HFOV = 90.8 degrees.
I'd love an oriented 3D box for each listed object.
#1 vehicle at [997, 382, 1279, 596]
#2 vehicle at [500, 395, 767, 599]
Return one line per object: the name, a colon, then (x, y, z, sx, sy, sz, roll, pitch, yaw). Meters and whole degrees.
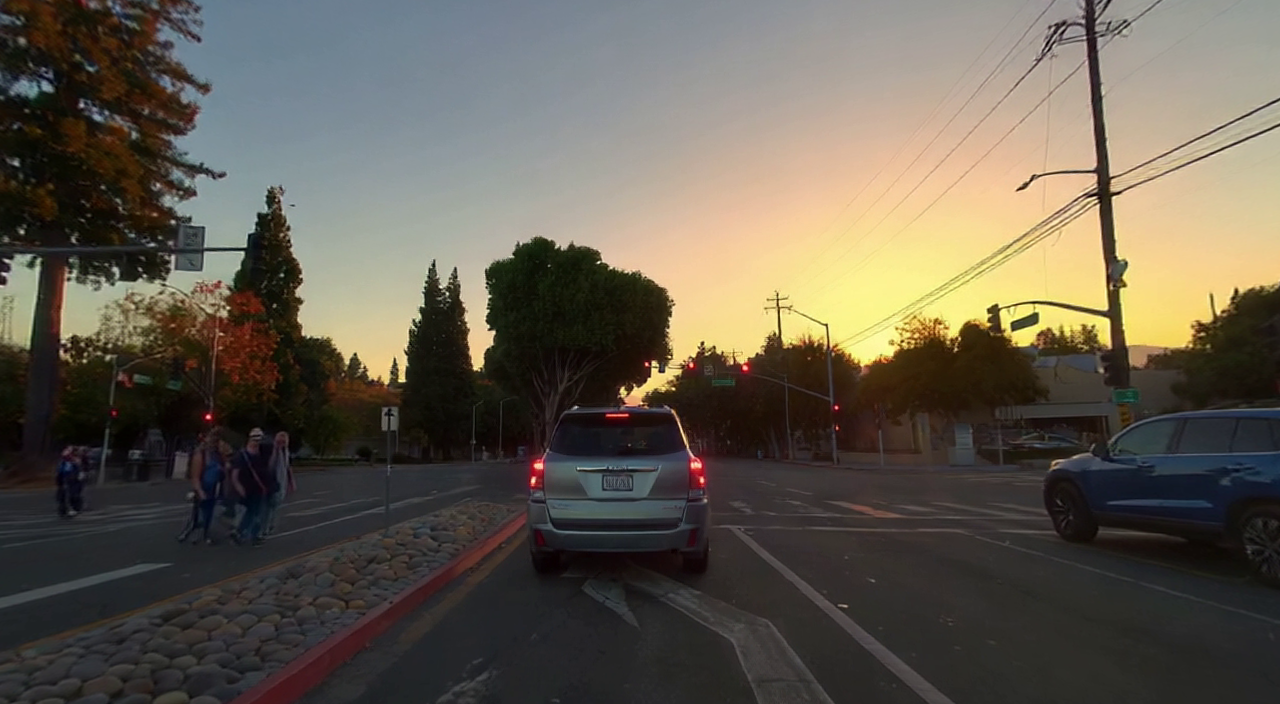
vehicle: (6.574, 1.445, 7.237, 2.119, 1.827, 4.806, 0, -9, 0)
vehicle: (-0.093, 1.561, 7.636, 2.285, 1.729, 4.252, 0, -9, -1)
